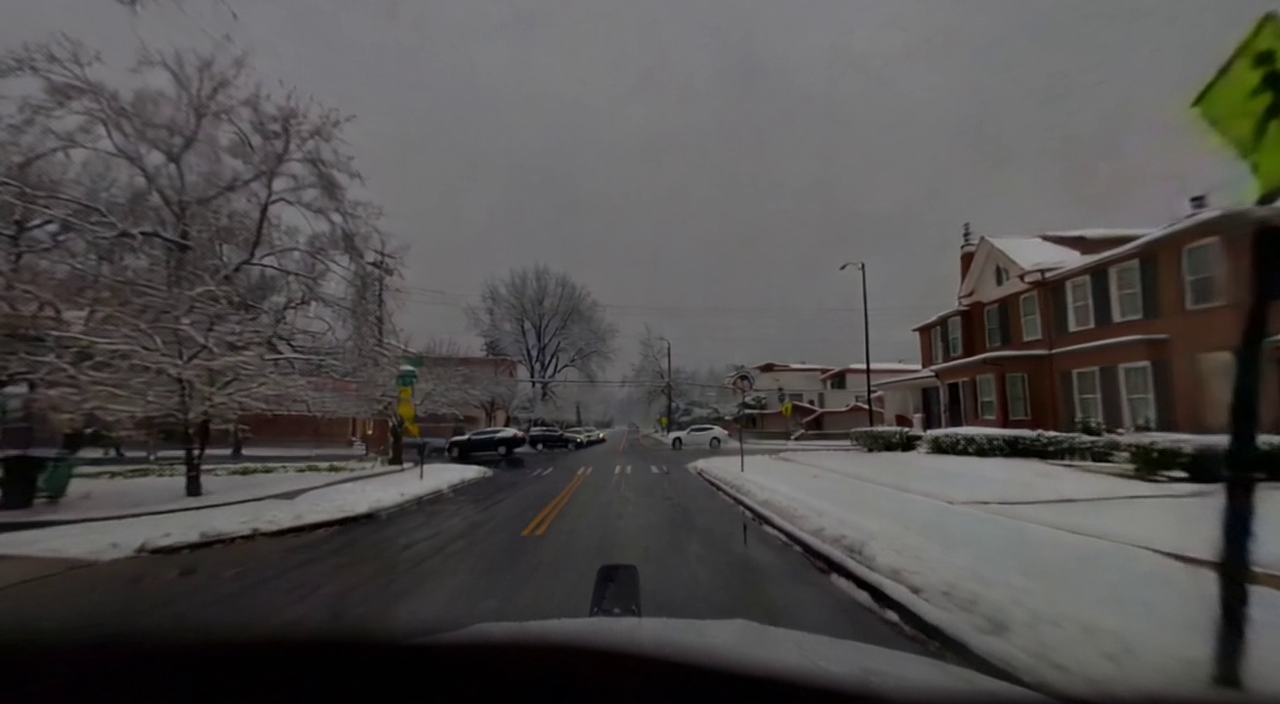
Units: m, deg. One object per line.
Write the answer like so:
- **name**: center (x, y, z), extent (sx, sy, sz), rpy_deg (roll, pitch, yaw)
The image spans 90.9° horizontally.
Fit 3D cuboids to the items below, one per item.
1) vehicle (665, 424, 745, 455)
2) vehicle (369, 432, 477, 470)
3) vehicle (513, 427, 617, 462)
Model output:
- **vehicle**: center (4.312, 5.732, 41.641), extent (4.863, 1.953, 2.022), rpy_deg (3, -8, -25)
- **vehicle**: center (-10.255, 4.681, 30.008), extent (4.639, 1.700, 2.002), rpy_deg (2, -8, -17)
- **vehicle**: center (-4.074, 5.030, 34.321), extent (5.181, 1.768, 2.139), rpy_deg (4, -8, -26)
